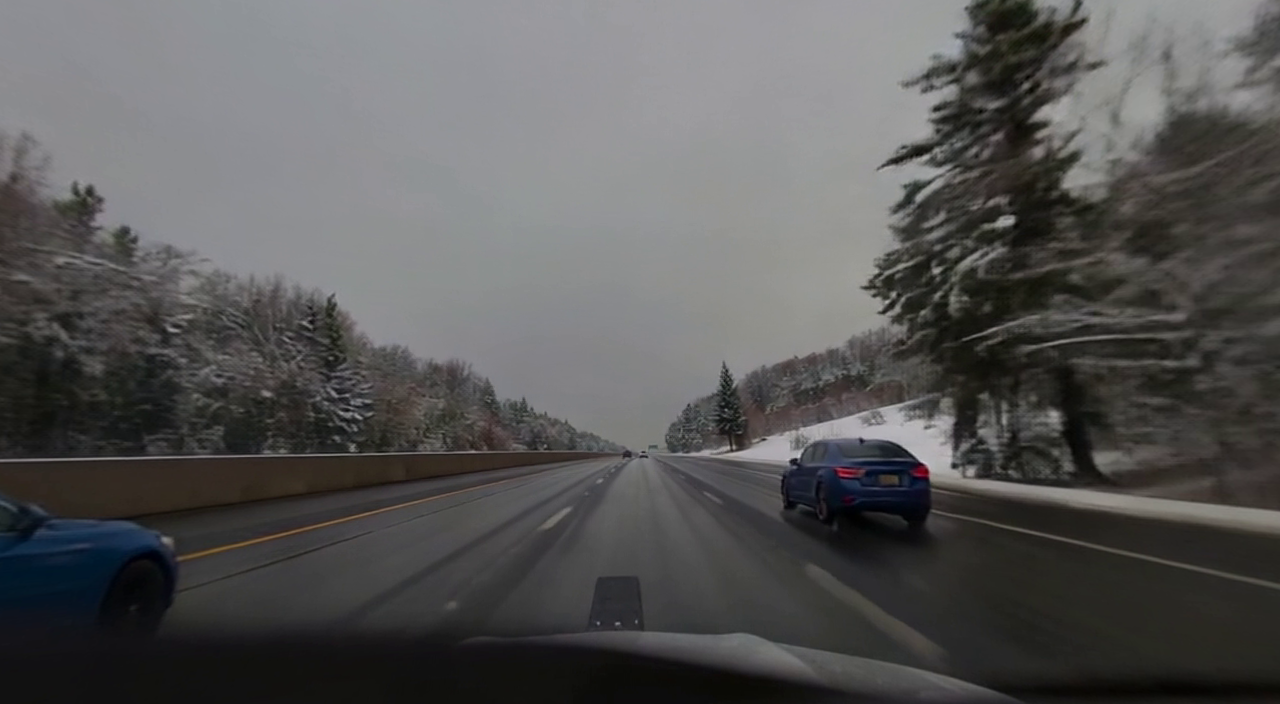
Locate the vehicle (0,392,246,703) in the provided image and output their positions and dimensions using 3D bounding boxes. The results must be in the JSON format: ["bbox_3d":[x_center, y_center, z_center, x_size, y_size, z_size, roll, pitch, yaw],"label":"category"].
[{"bbox_3d":[-3.956,0.896,2.415,2.010,1.550,4.376,0,-9,0],"label":"vehicle"}]

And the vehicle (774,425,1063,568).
[{"bbox_3d":[3.605,1.960,9.405,2.146,1.573,4.661,0,-9,-1],"label":"vehicle"}]
